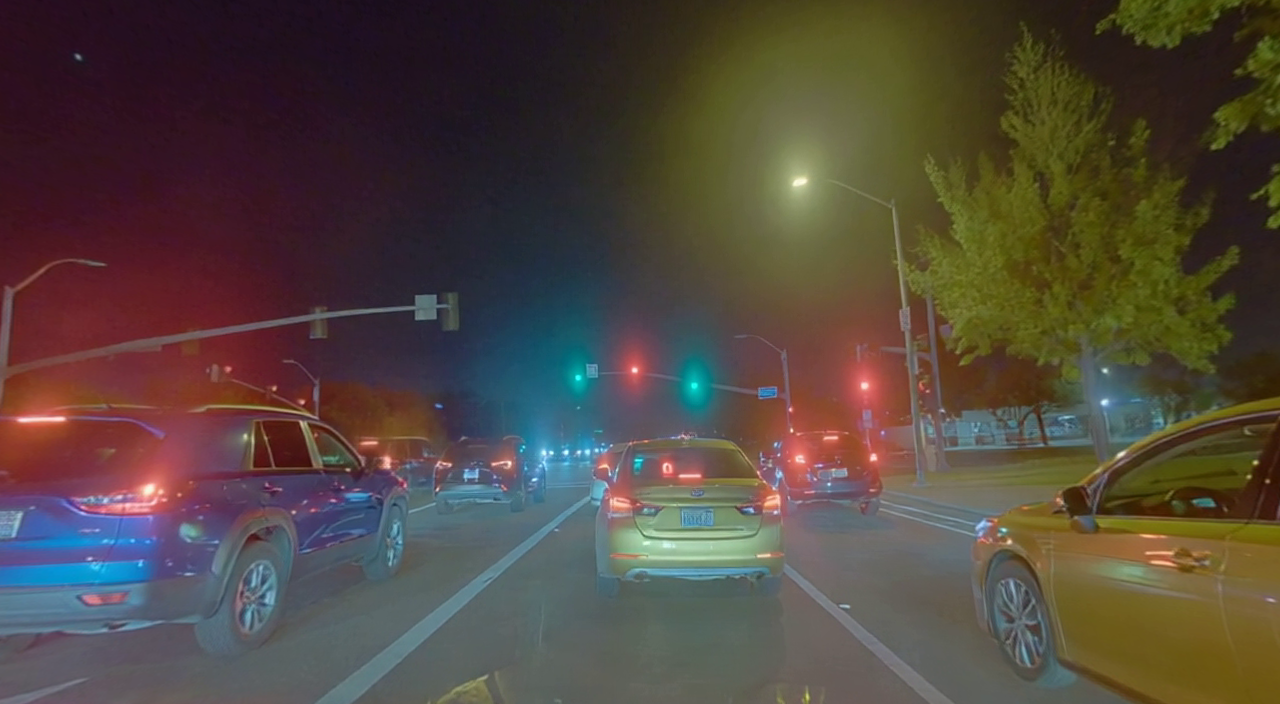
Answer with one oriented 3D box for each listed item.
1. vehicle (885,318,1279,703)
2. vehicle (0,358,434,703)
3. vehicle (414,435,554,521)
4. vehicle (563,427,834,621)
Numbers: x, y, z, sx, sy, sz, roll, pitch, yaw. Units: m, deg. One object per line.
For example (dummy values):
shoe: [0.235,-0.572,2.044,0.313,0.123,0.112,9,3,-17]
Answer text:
vehicle: [3.042,0.917,3.043,1.880,1.747,4.500,0,-8,0]
vehicle: [-3.453,1.225,5.279,1.889,1.767,4.289,0,-8,1]
vehicle: [-3.069,2.567,13.336,1.868,1.516,4.114,0,-8,1]
vehicle: [0.438,1.602,6.800,2.051,1.460,3.932,0,-8,0]
